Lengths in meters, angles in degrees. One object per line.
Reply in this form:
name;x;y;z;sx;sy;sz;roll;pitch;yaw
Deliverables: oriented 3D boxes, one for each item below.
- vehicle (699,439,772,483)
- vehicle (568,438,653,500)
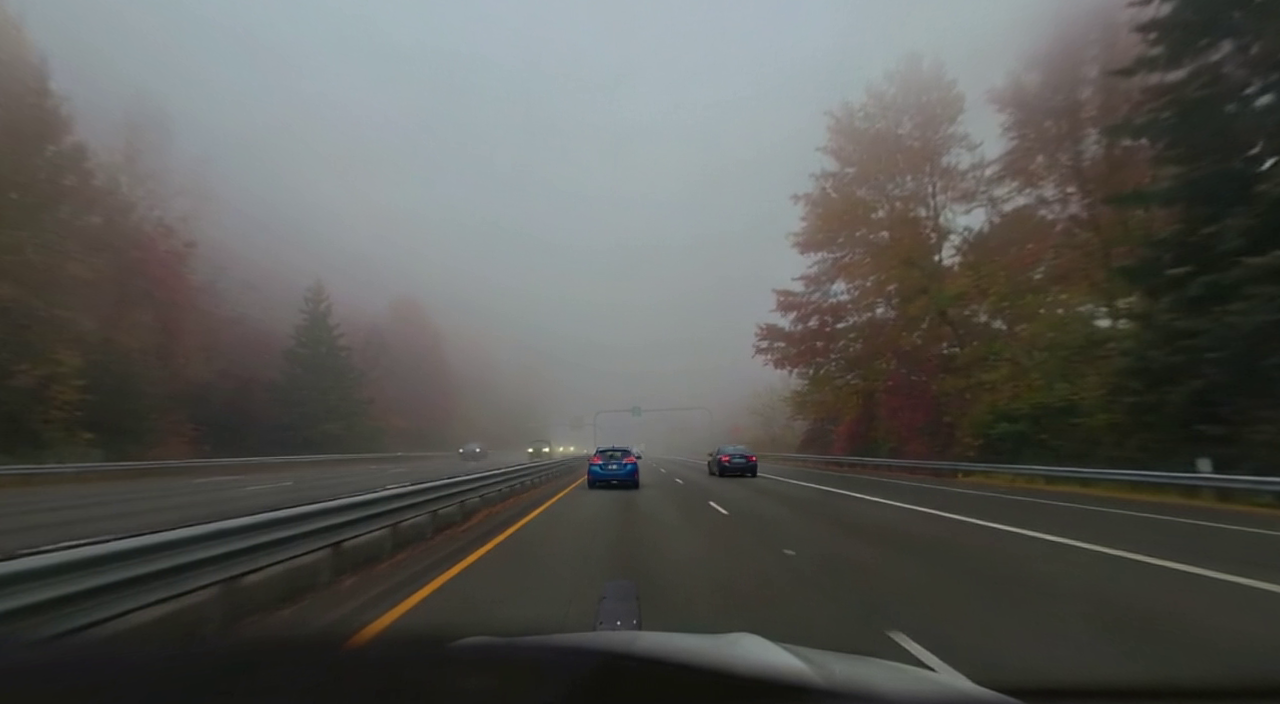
vehicle;3.725;4.387;25.377;2.300;1.595;4.144;-1;-9;0
vehicle;-0.777;3.308;18.121;2.128;1.516;4.410;0;-9;-1
